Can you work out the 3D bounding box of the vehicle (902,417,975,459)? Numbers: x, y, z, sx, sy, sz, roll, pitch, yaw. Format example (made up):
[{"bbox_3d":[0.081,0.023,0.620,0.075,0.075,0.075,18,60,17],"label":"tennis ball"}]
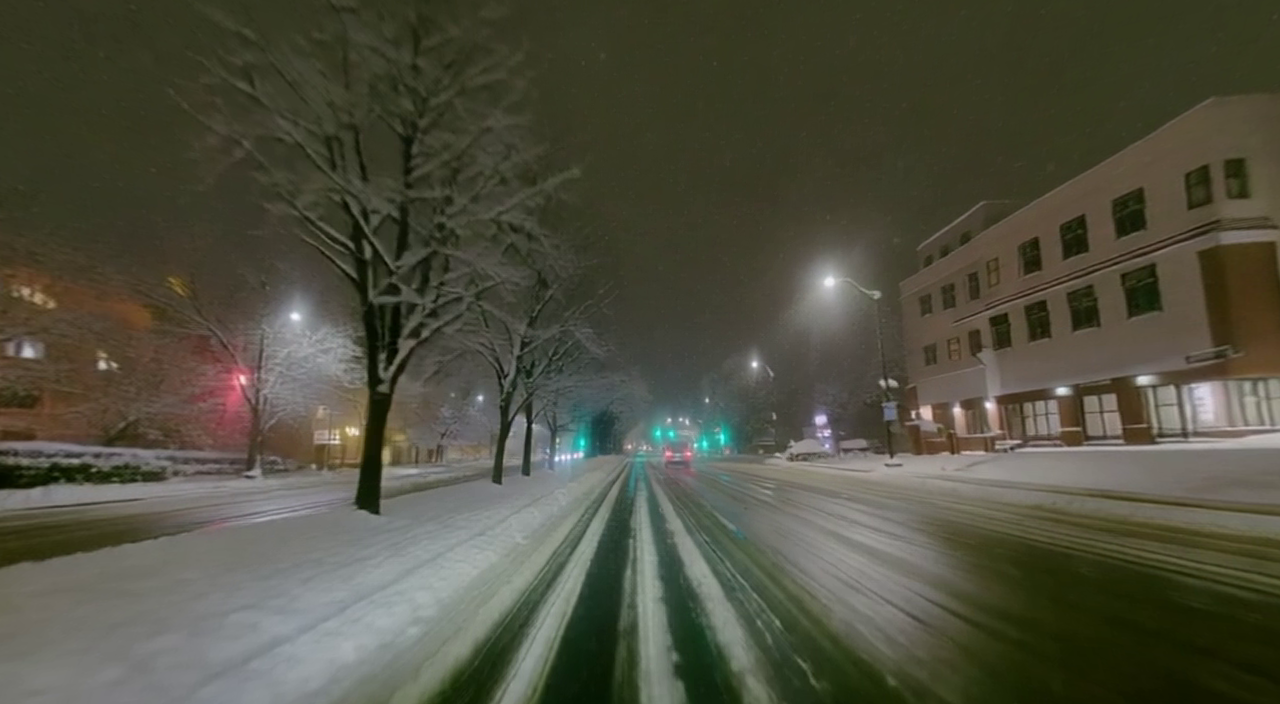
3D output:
[{"bbox_3d":[21.824,6.355,46.565,2.400,2.851,5.992,0,-8,0],"label":"vehicle"}]
